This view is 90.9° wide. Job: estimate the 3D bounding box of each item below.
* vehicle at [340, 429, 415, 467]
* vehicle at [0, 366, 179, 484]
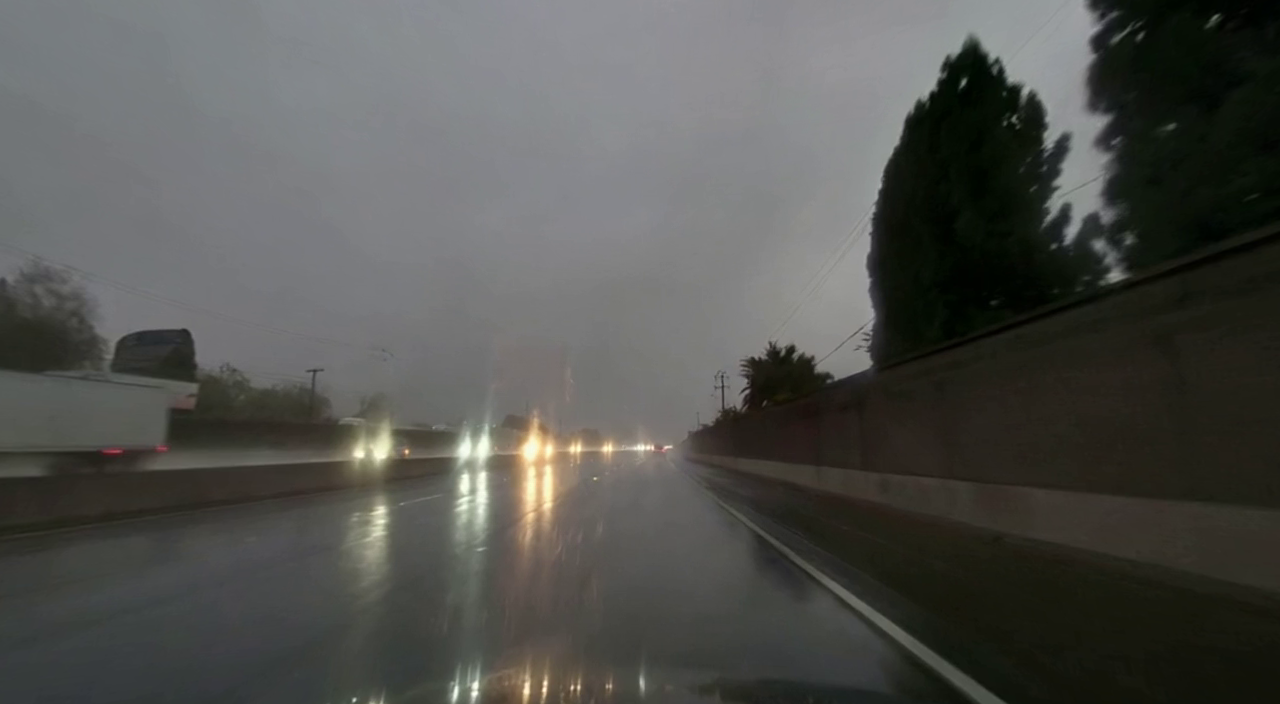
[{"bbox_3d":[-18.367,6.794,44.494,2.518,2.459,5.886,0,-9,2],"label":"vehicle"},{"bbox_3d":[-23.193,2.441,21.101,3.681,3.888,15.270,0,-9,1],"label":"vehicle"}]
